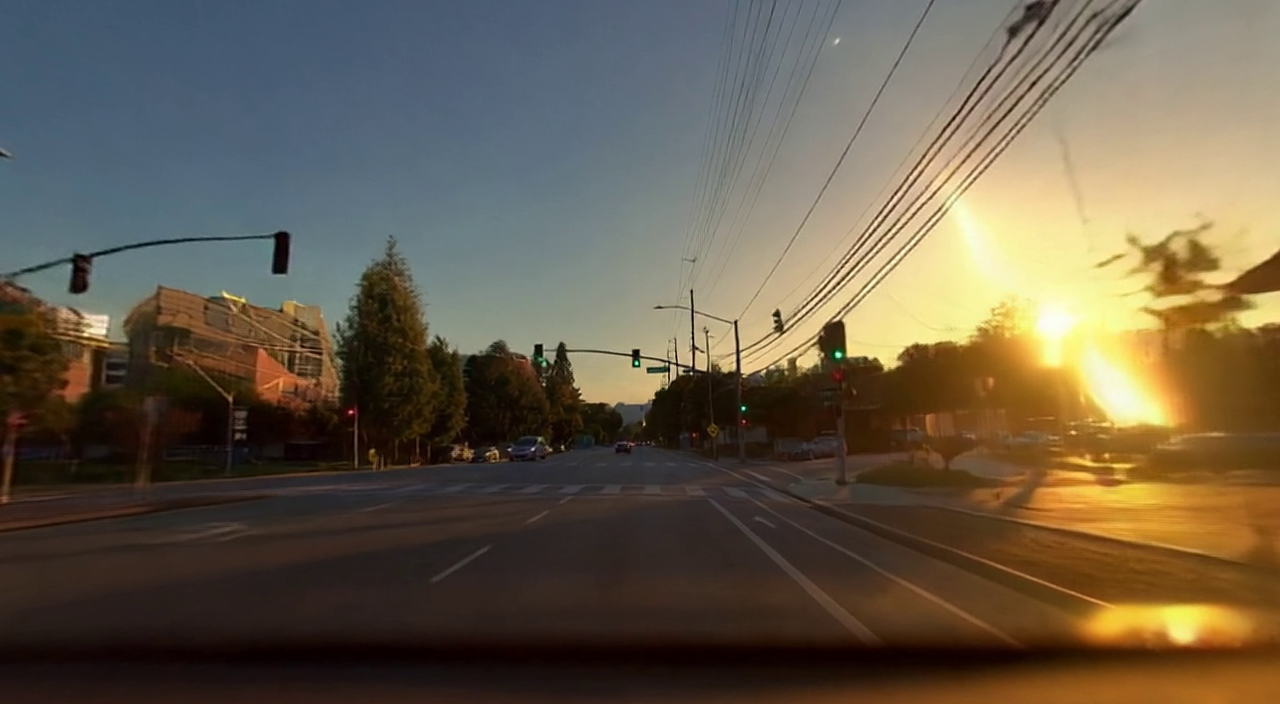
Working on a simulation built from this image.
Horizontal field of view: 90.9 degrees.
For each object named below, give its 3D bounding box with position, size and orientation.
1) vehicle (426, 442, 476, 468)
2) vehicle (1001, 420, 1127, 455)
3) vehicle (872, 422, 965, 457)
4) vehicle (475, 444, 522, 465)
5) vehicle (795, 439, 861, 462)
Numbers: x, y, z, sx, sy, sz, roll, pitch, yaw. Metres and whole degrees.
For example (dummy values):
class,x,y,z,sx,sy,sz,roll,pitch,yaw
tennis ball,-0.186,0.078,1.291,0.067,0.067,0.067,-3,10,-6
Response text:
class,x,y,z,sx,sy,sz,roll,pitch,yaw
vehicle,-14.426,7.868,48.476,2.112,1.880,4.479,-1,-8,5
vehicle,26.599,5.443,39.863,2.370,2.038,6.186,4,-9,-22
vehicle,20.135,6.487,45.970,2.609,2.332,5.734,5,-11,-25
vehicle,-10.980,8.001,49.320,2.090,1.519,4.919,-1,-8,6
vehicle,13.913,7.313,46.965,1.897,1.532,4.694,2,-8,-26
